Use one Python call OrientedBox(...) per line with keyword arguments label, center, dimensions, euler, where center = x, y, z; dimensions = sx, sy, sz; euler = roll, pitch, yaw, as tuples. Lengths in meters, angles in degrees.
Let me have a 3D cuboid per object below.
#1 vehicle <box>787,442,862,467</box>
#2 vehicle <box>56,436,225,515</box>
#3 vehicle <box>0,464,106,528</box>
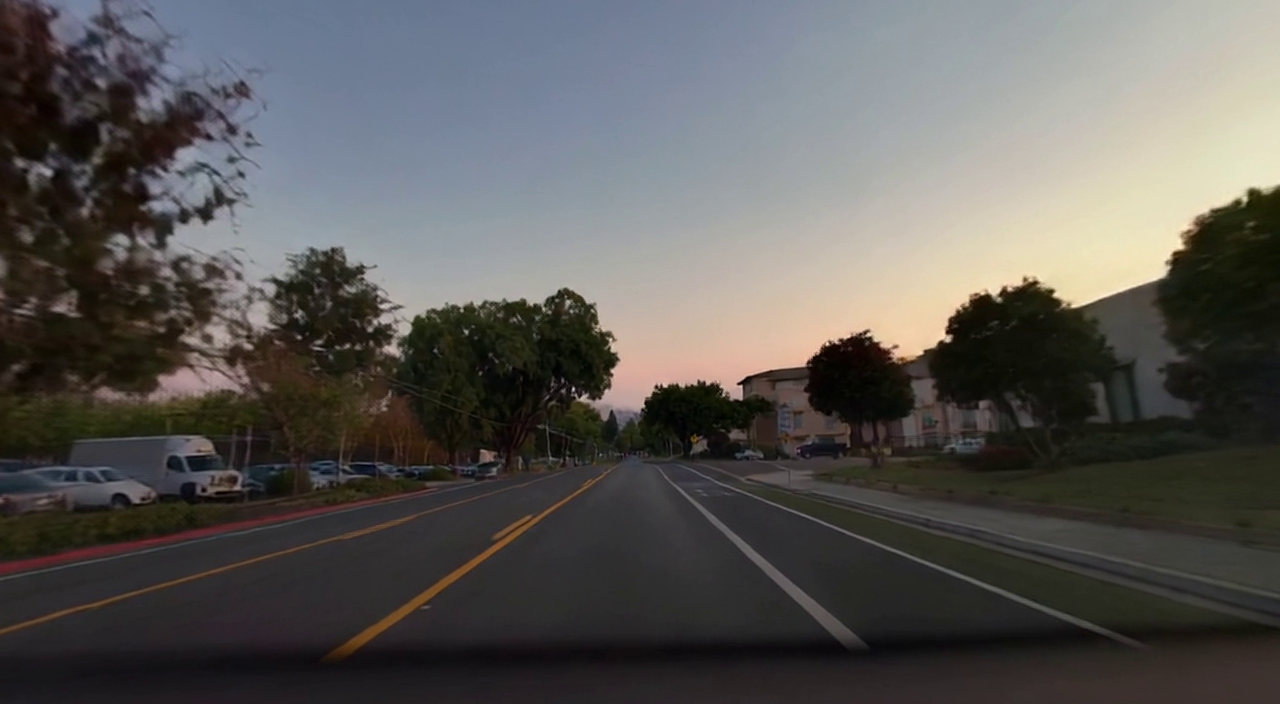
OrientedBox(label="vehicle", center=(12.904, 7.195, 44.266), dimensions=(4.632, 1.701, 1.975), euler=(-5, -11, 27))
OrientedBox(label="vehicle", center=(-19.454, 4.732, 24.605), dimensions=(5.971, 2.749, 2.293), euler=(-4, -10, 22))
OrientedBox(label="vehicle", center=(-19.142, 4.336, 19.488), dimensions=(4.686, 1.716, 2.017), euler=(-4, -11, 23))
